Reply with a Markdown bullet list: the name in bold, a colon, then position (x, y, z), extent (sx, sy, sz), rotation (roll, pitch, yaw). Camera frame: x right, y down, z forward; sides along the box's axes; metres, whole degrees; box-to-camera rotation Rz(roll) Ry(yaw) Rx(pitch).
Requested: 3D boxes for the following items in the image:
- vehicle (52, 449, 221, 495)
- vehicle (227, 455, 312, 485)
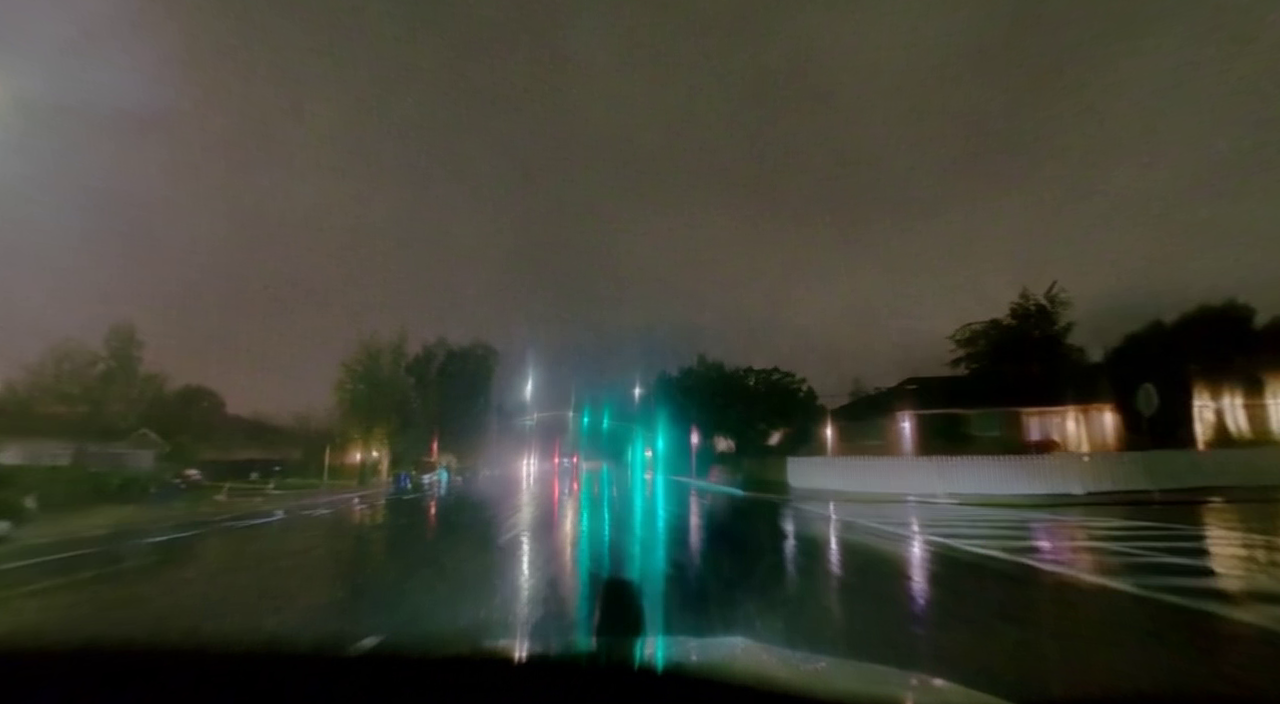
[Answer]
- **vehicle**: position (-23.092, 5.484, 29.164), extent (5.784, 2.004, 2.199), rotation (0, -8, -1)
- **vehicle**: position (-22.116, 7.015, 37.803), extent (3.832, 1.683, 1.877), rotation (1, -9, -7)
